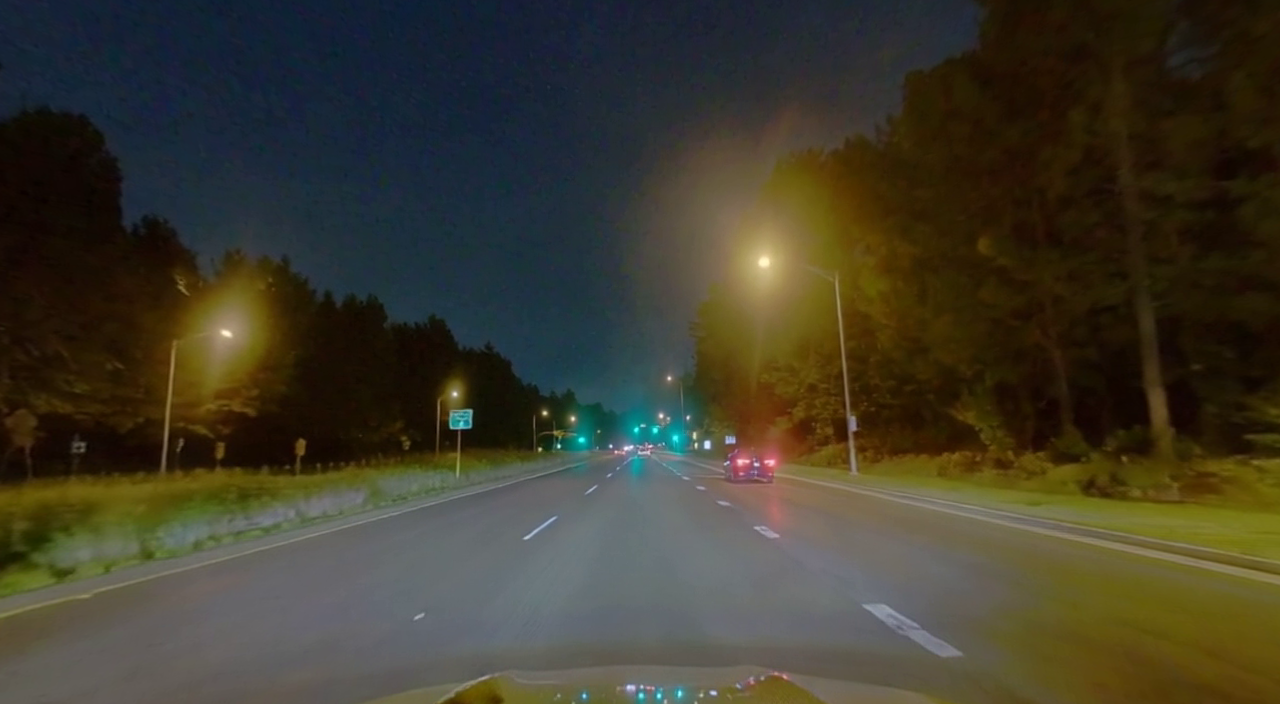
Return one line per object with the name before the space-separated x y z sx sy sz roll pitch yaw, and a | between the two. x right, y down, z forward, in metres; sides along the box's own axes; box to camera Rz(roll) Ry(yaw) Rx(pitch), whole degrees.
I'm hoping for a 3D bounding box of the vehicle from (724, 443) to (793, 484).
vehicle | 4.701 4.481 25.590 1.913 1.516 4.322 0 -9 -1
